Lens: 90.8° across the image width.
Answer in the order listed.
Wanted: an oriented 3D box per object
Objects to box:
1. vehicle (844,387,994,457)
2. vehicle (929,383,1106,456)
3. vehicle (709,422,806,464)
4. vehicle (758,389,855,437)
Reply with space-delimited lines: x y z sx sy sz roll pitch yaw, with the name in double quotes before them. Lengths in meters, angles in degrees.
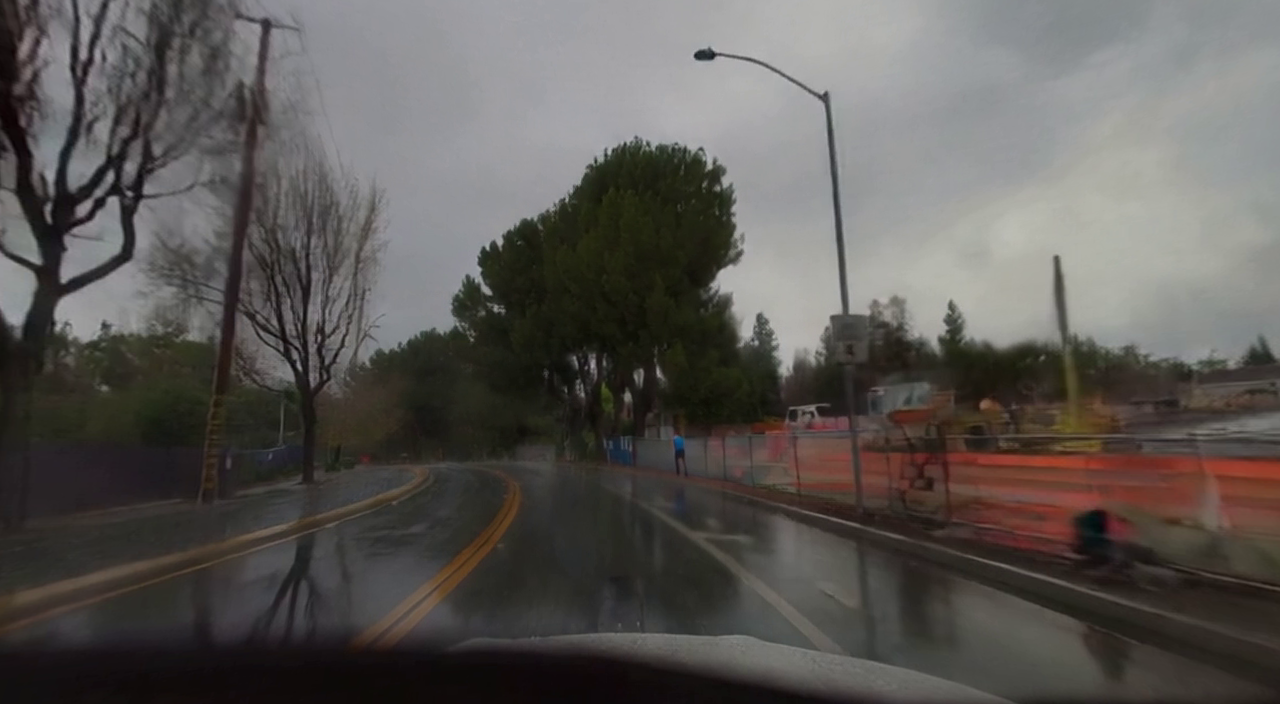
"vehicle" 8.231 2.132 18.734 3.674 1.559 1.775 8 -11 -9
"vehicle" 9.395 1.747 15.915 3.451 1.504 1.652 4 -10 -5
"vehicle" 6.747 5.187 36.238 5.021 1.930 2.119 -1 -9 -27
"vehicle" 8.216 3.031 31.081 4.180 1.880 2.028 8 -9 -23
